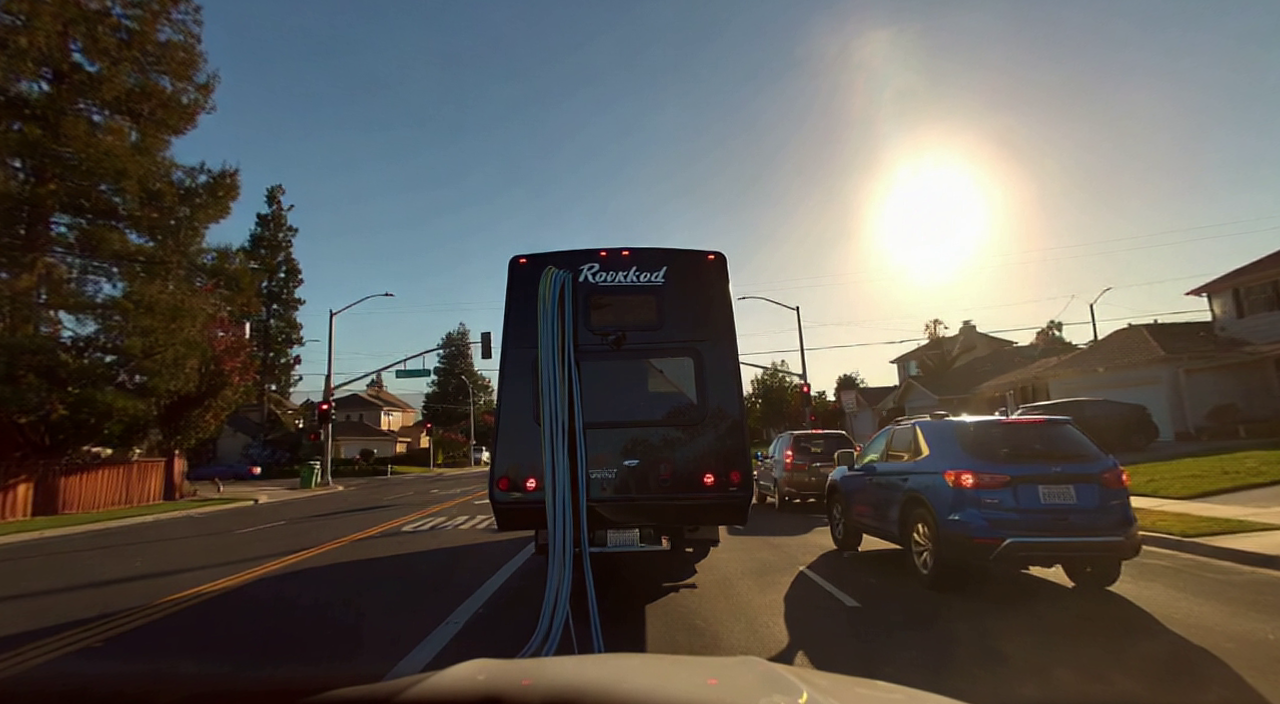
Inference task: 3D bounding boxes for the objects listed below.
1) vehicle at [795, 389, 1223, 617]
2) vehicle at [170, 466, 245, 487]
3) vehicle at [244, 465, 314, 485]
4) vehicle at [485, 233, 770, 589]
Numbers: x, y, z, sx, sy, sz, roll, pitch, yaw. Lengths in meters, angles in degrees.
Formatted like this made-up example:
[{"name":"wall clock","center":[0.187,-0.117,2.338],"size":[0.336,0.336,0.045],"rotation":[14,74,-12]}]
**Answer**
[{"name":"vehicle","center":[3.399,1.492,7.145],"size":[2.104,1.735,4.408],"rotation":[0,-9,-1]},{"name":"vehicle","center":[-32.767,9.411,47.934],"size":[4.311,1.458,1.707],"rotation":[0,-9,-3]},{"name":"vehicle","center":[-27.454,9.360,48.128],"size":[4.187,1.445,1.809],"rotation":[0,-9,0]},{"name":"vehicle","center":[-0.124,1.121,10.323],"size":[2.709,3.511,8.213],"rotation":[0,-9,0]}]
